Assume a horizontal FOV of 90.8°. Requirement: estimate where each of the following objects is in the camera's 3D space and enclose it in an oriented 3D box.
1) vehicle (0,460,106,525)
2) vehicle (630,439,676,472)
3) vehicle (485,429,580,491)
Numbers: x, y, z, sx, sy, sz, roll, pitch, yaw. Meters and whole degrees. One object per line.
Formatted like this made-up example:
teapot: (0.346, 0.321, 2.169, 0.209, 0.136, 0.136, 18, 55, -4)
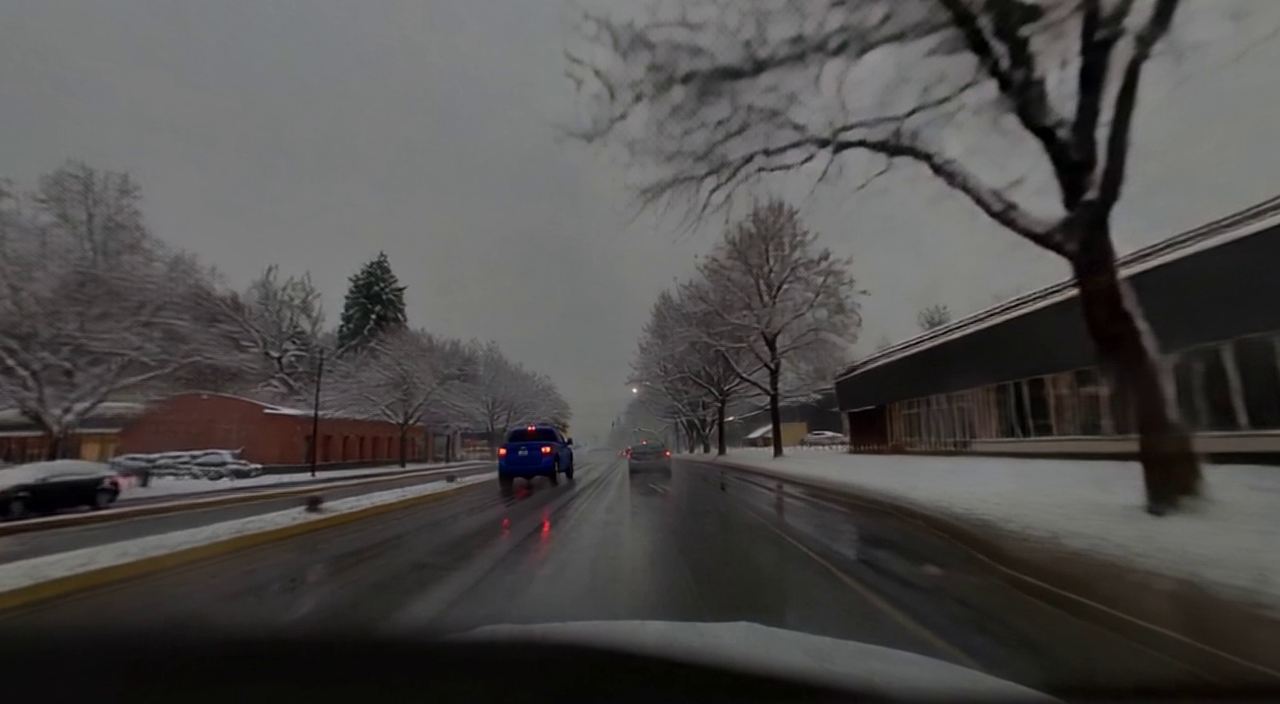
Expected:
vehicle: (-15.775, 3.380, 14.938, 1.912, 1.432, 5.070, -3, -9, 0)
vehicle: (0.566, 5.023, 30.776, 2.103, 1.487, 4.101, 0, -9, -1)
vehicle: (-3.391, 3.557, 21.118, 2.464, 1.777, 5.128, 0, -9, -2)
